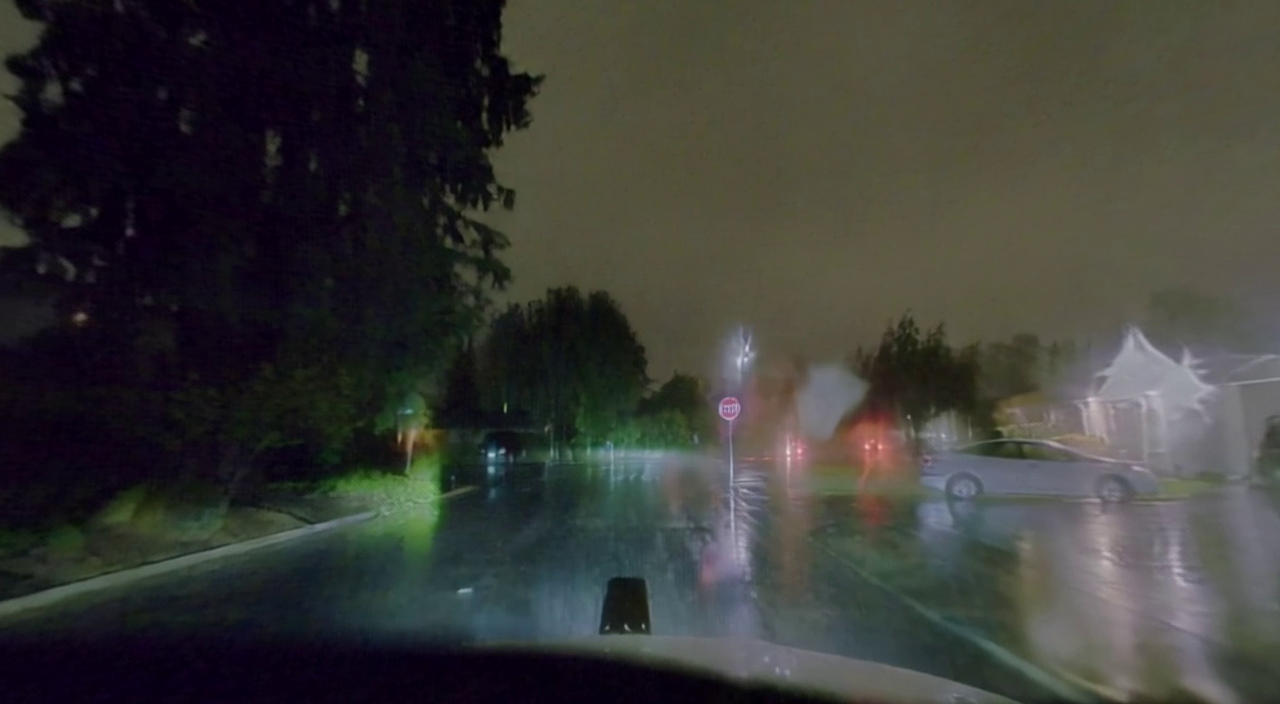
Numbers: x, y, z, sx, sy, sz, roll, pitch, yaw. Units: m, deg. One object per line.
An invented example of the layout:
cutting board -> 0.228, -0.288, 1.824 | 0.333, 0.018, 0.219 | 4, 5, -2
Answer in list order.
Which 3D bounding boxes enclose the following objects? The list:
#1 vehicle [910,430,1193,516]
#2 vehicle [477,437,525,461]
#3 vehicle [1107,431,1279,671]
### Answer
vehicle -> 8.071, 2.400, 12.926 | 4.477, 1.506, 1.834 | -4, -9, 26
vehicle -> -10.706, 7.521, 48.824 | 1.883, 1.732, 4.038 | -2, -9, 15
vehicle -> 5.910, 1.226, 4.078 | 4.229, 1.402, 1.811 | -1, -9, 3
